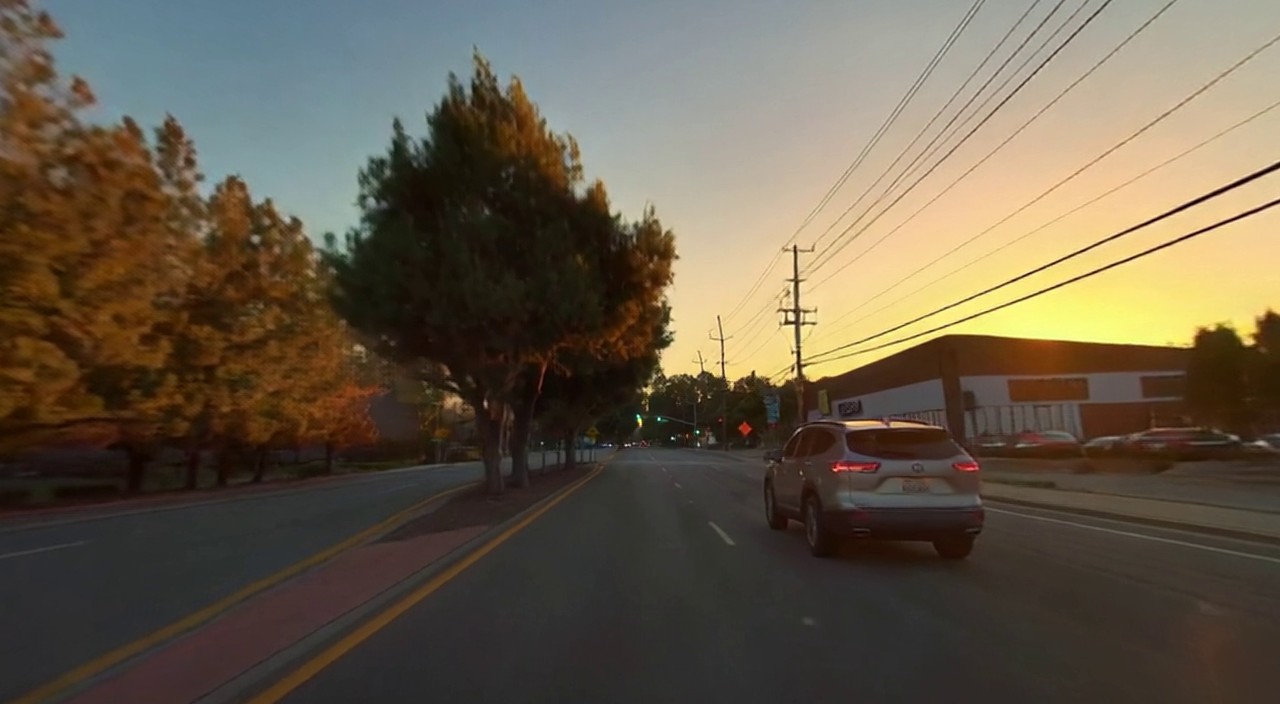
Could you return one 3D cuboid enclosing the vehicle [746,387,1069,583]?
[{"bbox_3d":[2.904,1.587,8.324,2.060,1.820,4.713,0,-9,-1],"label":"vehicle"}]
